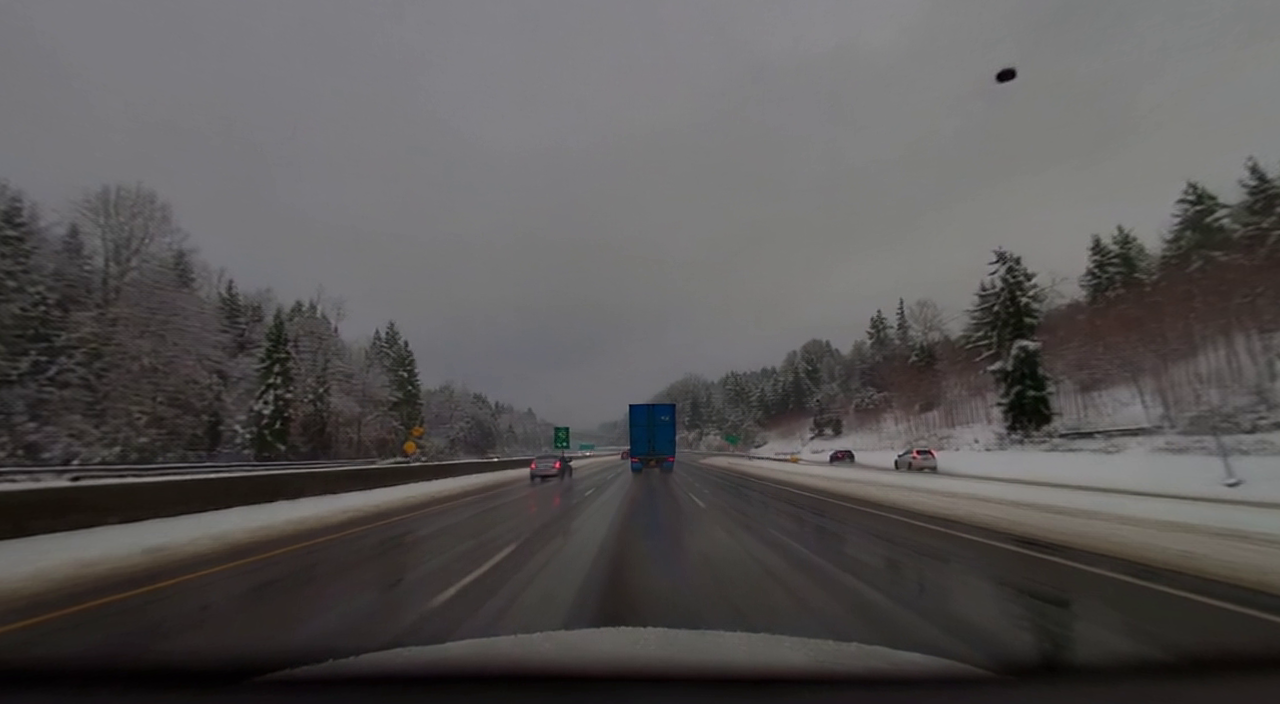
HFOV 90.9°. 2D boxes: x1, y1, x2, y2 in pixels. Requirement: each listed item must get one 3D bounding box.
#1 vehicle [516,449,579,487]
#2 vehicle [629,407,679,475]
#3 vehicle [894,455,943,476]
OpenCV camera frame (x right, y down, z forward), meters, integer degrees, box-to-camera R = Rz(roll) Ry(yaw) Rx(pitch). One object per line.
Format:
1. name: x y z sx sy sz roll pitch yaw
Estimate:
1. vehicle: -3.875 4.927 27.146 1.931 1.466 4.458 0 -9 1
2. vehicle: 0.976 6.179 43.447 3.022 4.072 10.318 0 -9 2
3. vehicle: 20.314 8.270 46.115 1.857 1.407 3.719 0 -9 0
